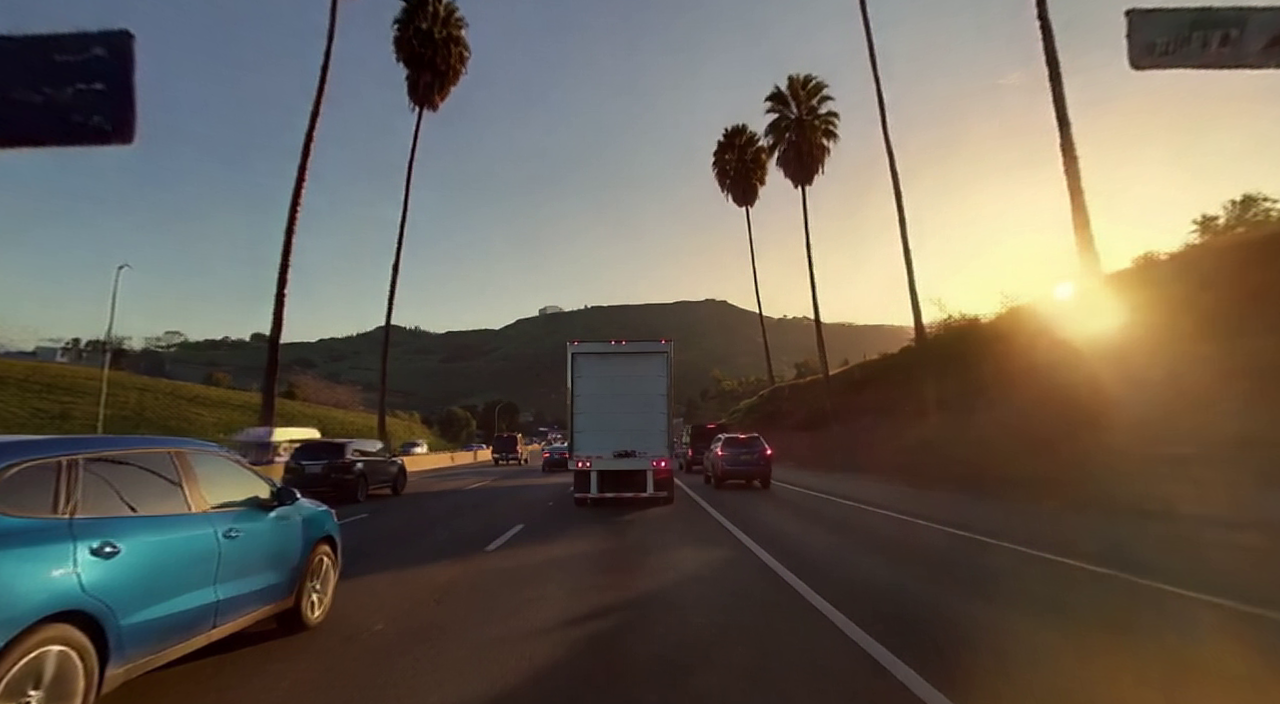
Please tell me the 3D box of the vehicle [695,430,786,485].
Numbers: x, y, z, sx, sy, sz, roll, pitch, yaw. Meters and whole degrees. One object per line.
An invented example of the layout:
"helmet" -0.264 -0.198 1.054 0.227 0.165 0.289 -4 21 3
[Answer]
"vehicle" 2.876 3.152 19.102 1.859 1.416 4.695 0 -9 -2

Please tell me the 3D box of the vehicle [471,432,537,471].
"vehicle" -7.360 5.463 34.855 2.344 1.954 5.579 0 -9 1

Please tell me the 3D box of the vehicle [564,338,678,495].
"vehicle" -0.455 2.460 21.689 2.906 4.040 10.743 0 -9 0

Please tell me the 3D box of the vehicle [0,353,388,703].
"vehicle" -3.240 1.069 3.694 1.885 1.654 4.103 0 -9 -1

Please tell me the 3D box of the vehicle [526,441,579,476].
"vehicle" -3.955 4.883 29.265 1.874 1.475 4.328 0 -9 -1
